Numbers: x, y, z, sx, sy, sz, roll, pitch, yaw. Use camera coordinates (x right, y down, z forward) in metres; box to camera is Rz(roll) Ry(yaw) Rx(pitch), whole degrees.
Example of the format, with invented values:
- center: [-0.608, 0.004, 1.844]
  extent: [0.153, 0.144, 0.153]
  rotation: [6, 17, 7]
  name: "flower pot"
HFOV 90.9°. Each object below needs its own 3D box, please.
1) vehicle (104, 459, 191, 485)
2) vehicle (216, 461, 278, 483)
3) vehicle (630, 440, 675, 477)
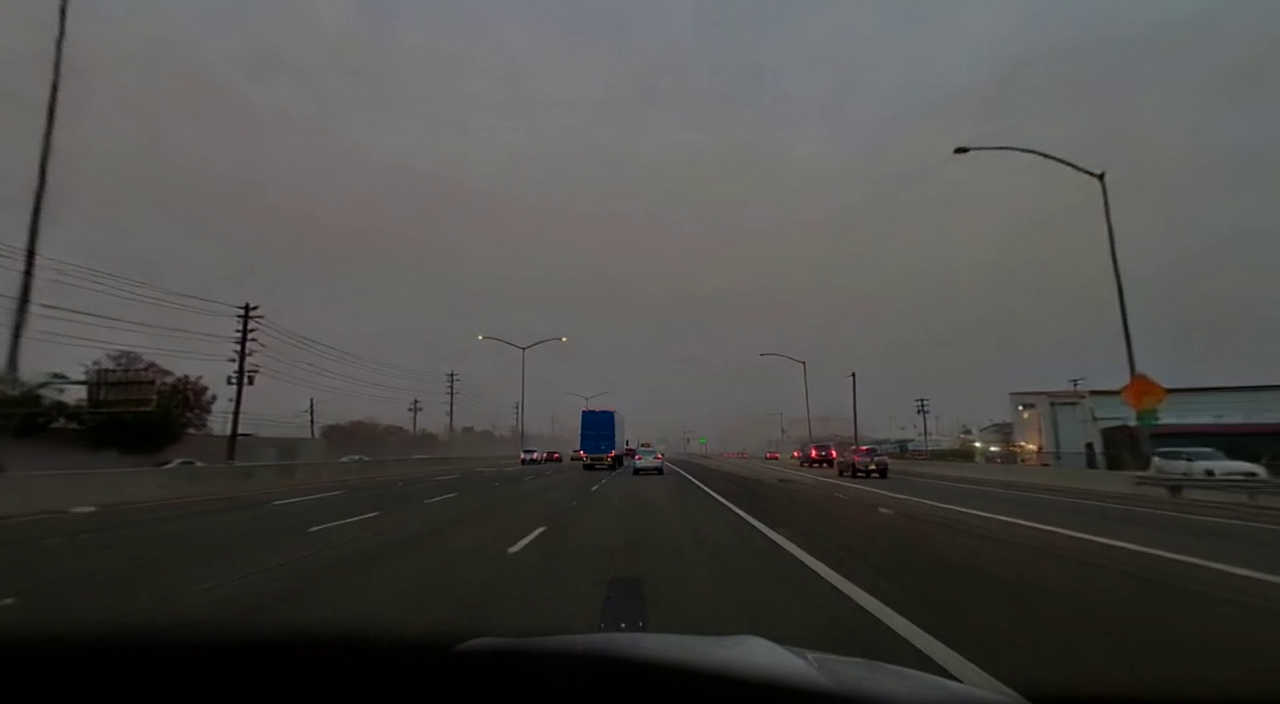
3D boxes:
- center: [-38.070, 9.267, 49.019]
  extent: [2.123, 1.739, 5.655]
  rotation: [0, -9, 1]
  name: "vehicle"
- center: [-30.640, 9.365, 49.339]
  extent: [1.840, 1.461, 4.694]
  rotation: [0, -9, 0]
  name: "vehicle"
- center: [0.671, 5.767, 34.514]
  extent: [2.279, 1.837, 4.747]
  rotation: [0, -9, 0]
  name: "vehicle"
